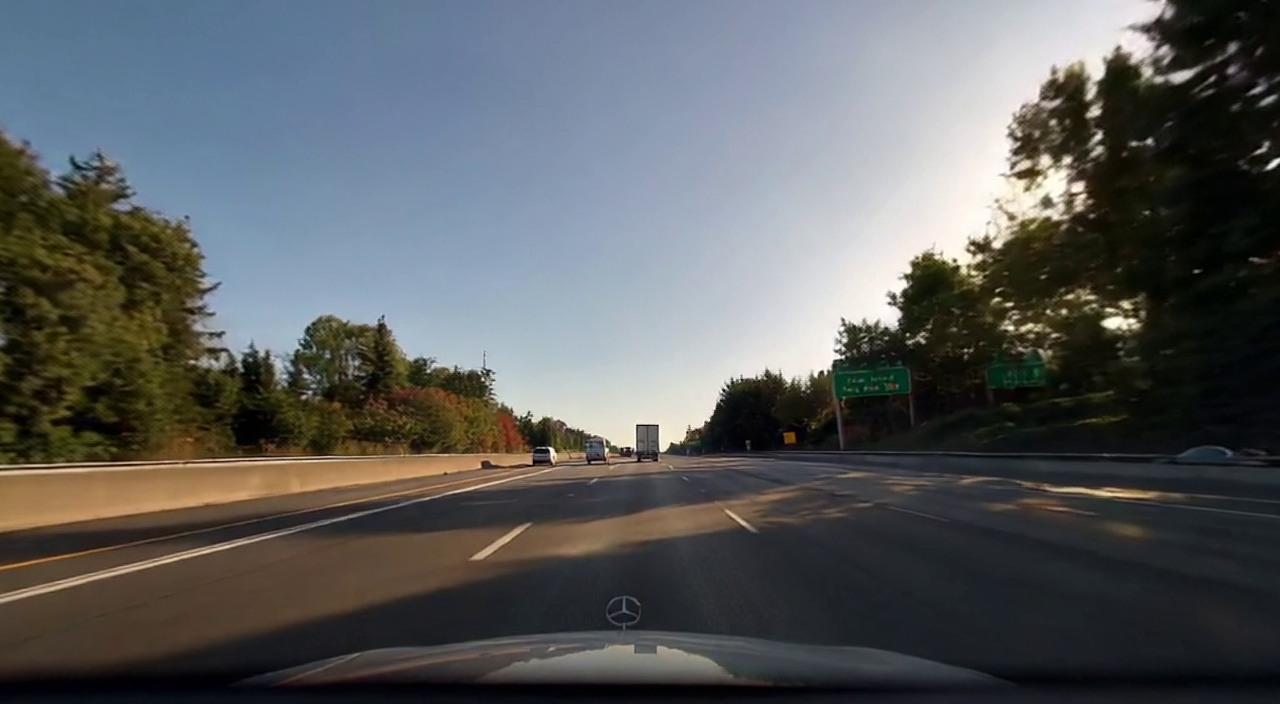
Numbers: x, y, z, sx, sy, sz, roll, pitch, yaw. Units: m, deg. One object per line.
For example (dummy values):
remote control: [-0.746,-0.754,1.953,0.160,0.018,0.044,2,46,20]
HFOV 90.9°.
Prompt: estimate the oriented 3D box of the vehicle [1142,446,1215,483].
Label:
vehicle: [32.334,6.704,37.997,2.085,2.025,4.992,-4,-10,27]
